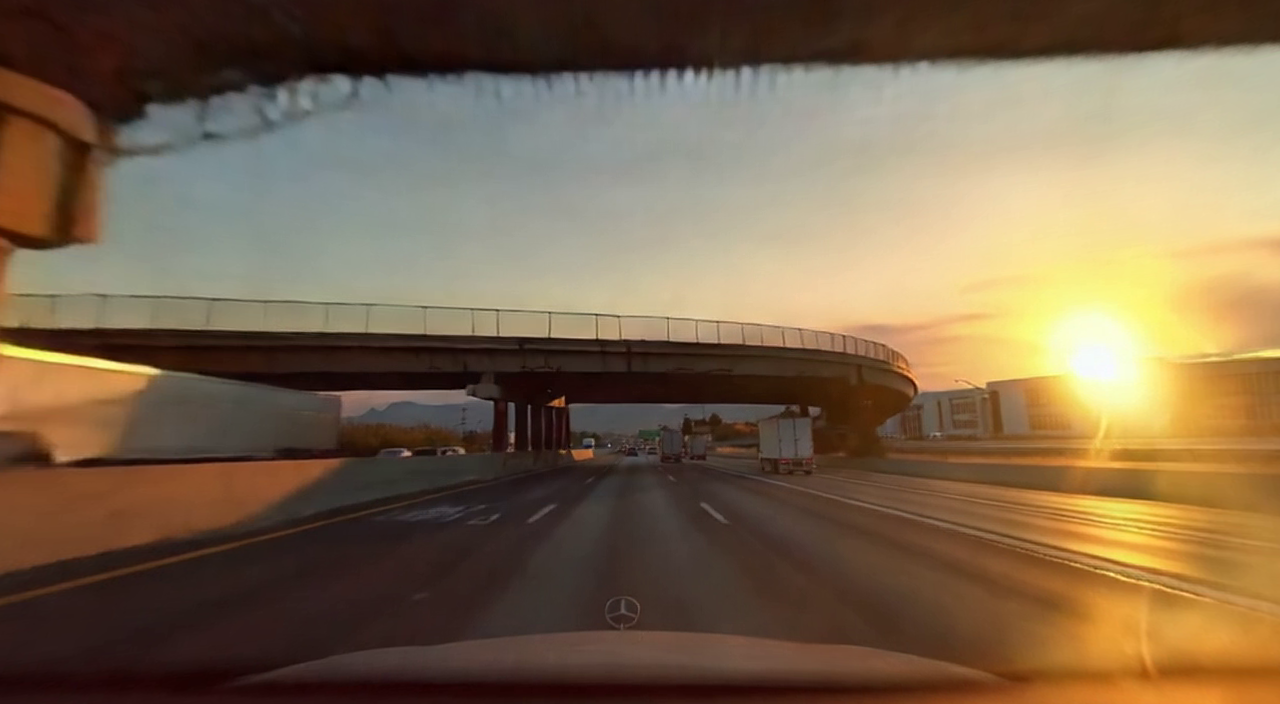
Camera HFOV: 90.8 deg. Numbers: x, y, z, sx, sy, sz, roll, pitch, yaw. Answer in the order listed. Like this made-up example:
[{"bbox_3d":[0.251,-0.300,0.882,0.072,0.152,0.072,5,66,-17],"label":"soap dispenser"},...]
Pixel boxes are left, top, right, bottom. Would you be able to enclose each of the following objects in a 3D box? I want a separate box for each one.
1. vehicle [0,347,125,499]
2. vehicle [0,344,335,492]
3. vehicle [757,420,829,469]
[{"bbox_3d":[-17.471,1.668,15.047,3.000,3.731,8.444,0,-9,1],"label":"vehicle"},{"bbox_3d":[-17.343,2.930,24.662,3.059,3.950,15.669,0,-9,0],"label":"vehicle"},{"bbox_3d":[11.105,6.910,47.027,2.912,3.293,9.588,0,-9,0],"label":"vehicle"}]
